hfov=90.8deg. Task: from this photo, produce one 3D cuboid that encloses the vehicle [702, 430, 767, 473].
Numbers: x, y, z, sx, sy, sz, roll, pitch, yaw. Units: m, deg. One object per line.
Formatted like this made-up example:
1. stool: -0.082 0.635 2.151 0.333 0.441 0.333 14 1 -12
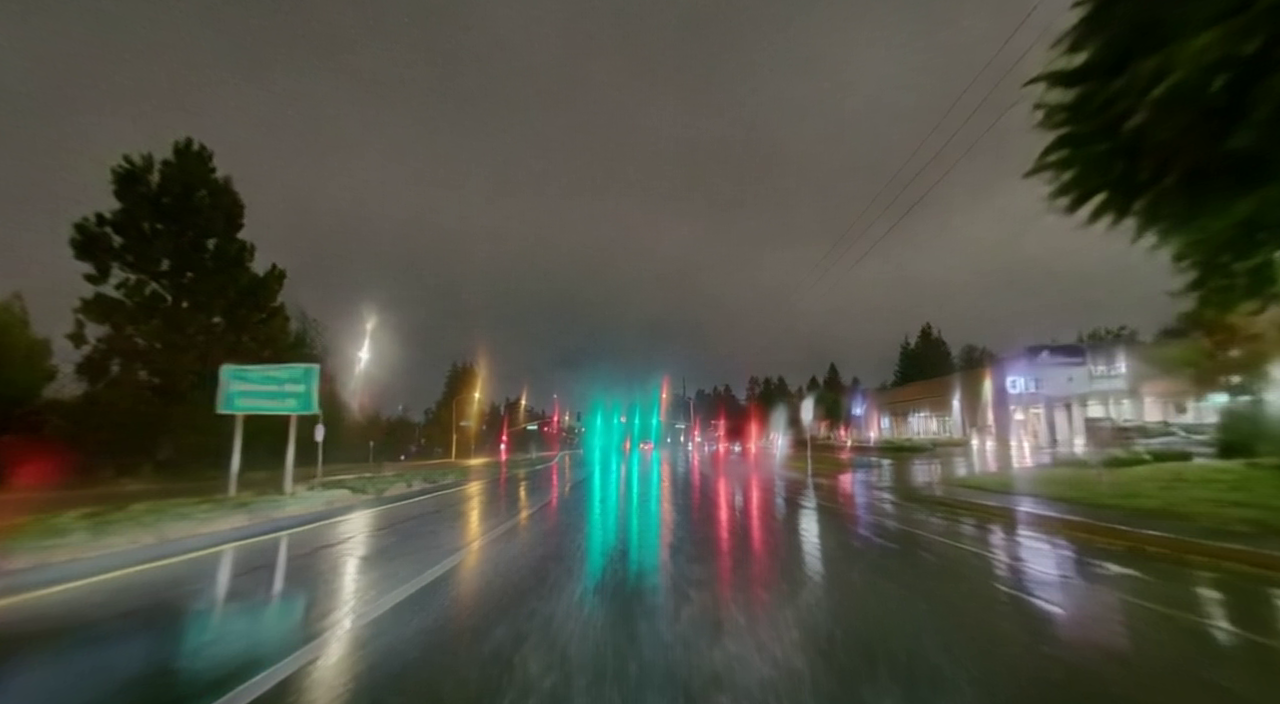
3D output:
1. vehicle: 4.735 5.112 32.728 2.476 2.016 5.586 0 -8 0
